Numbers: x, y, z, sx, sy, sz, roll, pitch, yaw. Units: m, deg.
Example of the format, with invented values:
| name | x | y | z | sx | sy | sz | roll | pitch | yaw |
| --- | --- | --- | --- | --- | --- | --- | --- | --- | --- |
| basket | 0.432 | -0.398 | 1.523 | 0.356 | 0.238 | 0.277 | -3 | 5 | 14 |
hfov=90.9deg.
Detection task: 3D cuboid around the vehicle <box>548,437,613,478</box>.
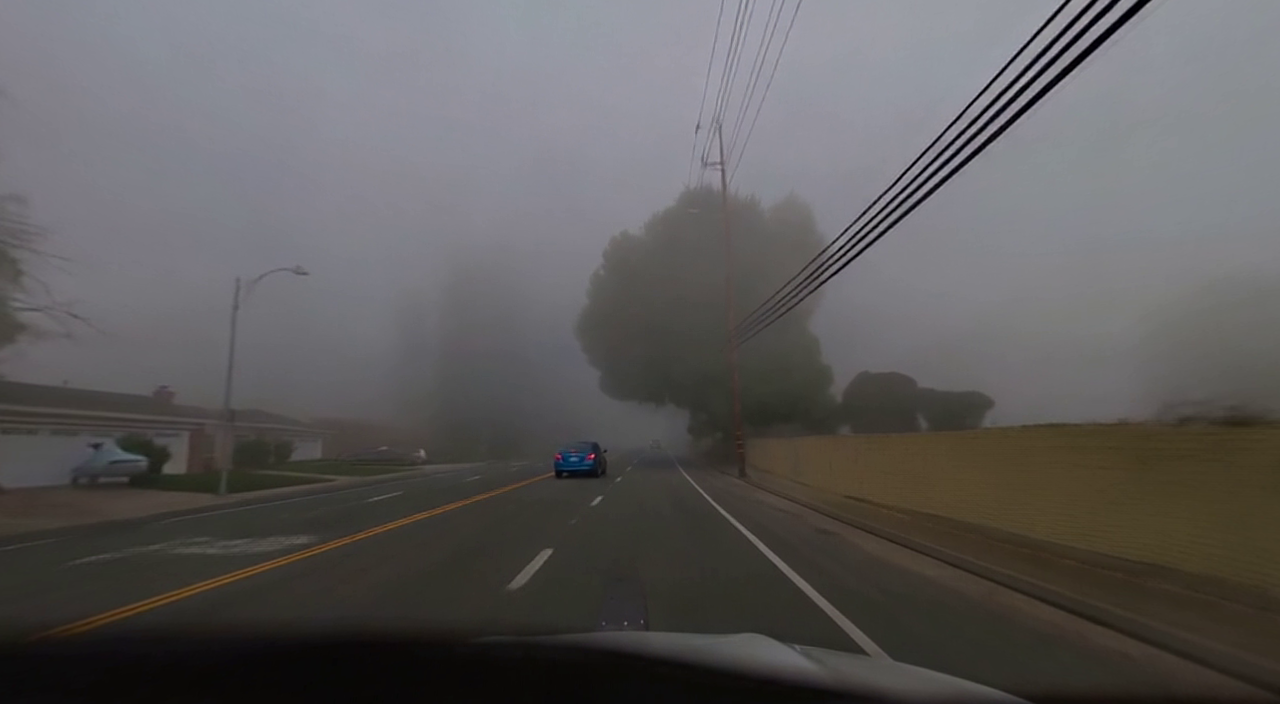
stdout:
| name | x | y | z | sx | sy | sz | roll | pitch | yaw |
| --- | --- | --- | --- | --- | --- | --- | --- | --- | --- |
| vehicle | -2.362 | 4.370 | 26.451 | 2.085 | 1.512 | 5.023 | 0 | -8 | 2 |
